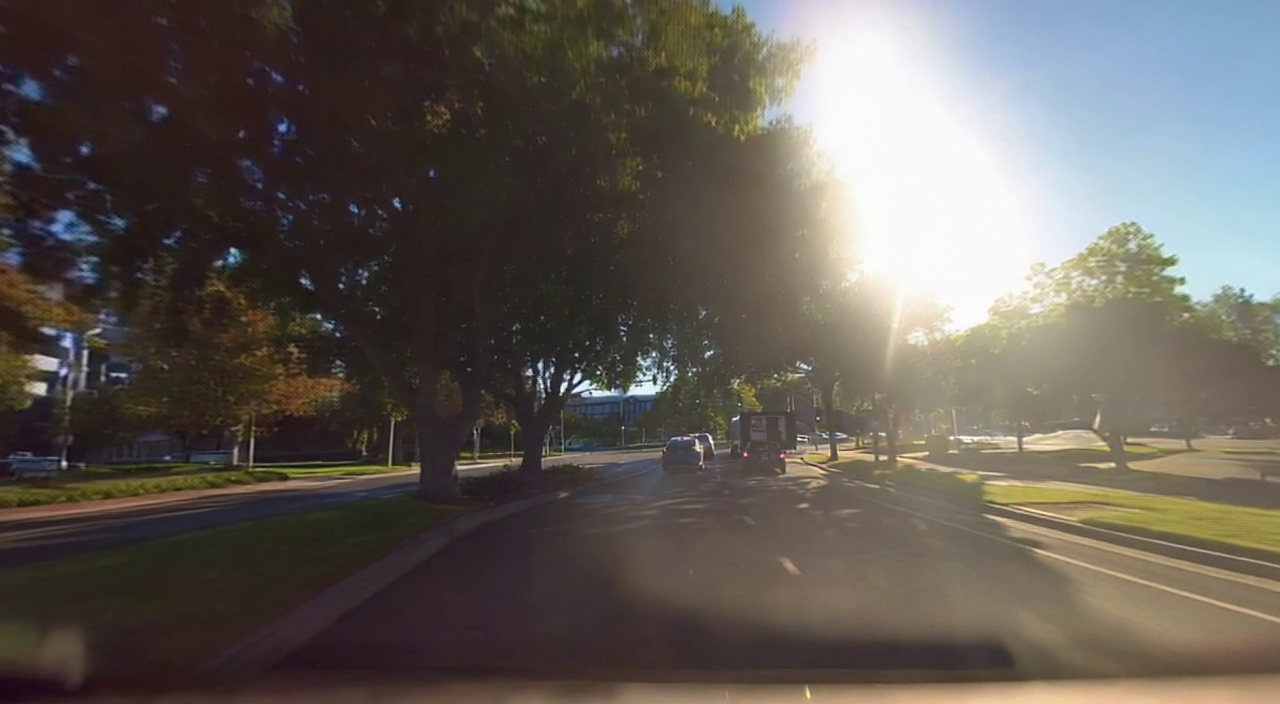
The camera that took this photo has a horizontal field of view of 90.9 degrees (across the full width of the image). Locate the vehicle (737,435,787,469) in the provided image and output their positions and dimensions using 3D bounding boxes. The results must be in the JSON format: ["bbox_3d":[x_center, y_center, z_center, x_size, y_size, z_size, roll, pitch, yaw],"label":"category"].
[{"bbox_3d":[5.743,4.761,30.174,1.989,1.497,4.436,-1,-9,6],"label":"vehicle"}]

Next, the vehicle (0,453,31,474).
[{"bbox_3d":[-49.925,8.705,49.387,3.757,1.518,1.854,-4,-10,27],"label":"vehicle"}]

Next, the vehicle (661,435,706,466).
[{"bbox_3d":[2.336,5.129,32.824,2.066,1.482,4.273,-1,-9,7],"label":"vehicle"}]
